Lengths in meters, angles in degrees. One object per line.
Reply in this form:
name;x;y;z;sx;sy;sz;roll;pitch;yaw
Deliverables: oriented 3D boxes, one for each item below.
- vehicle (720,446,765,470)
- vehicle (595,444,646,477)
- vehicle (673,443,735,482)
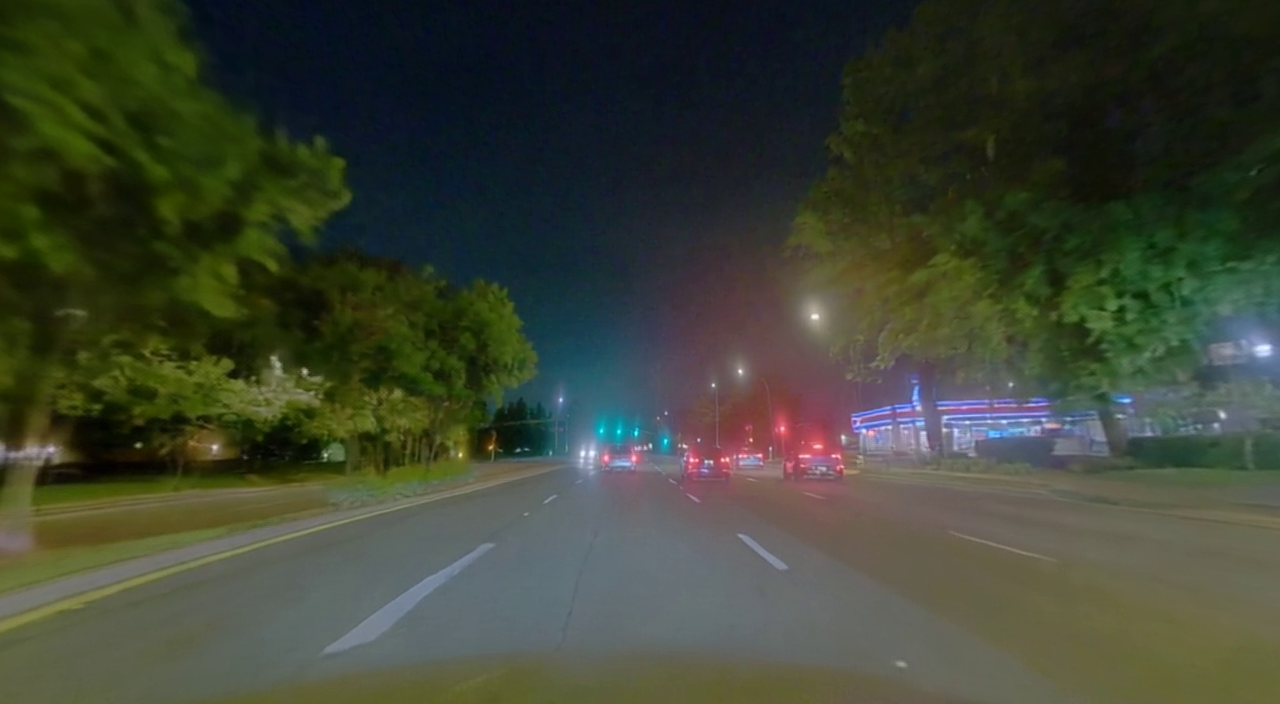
vehicle;6.313;6.610;39.427;2.068;1.393;3.874;0;-9;-2
vehicle;-0.892;5.135;30.111;2.242;1.474;4.127;0;-9;-1
vehicle;2.638;4.664;27.008;2.057;1.491;4.675;0;-9;-1
